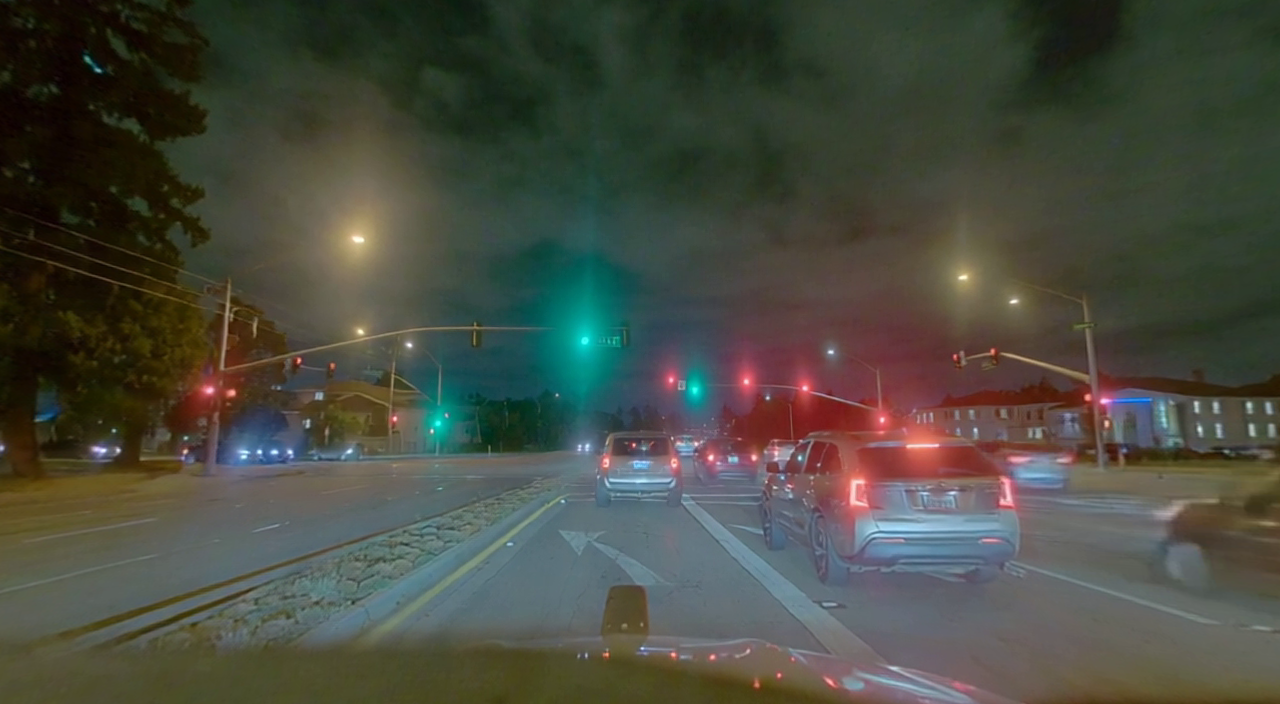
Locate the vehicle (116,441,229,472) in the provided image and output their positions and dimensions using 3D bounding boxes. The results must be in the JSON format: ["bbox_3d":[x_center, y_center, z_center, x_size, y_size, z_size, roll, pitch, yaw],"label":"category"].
[{"bbox_3d":[-26.341,5.886,35.636,4.724,1.630,1.968,0,-8,-3],"label":"vehicle"}]

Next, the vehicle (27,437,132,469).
[{"bbox_3d":[-36.843,6.631,41.536,4.771,1.778,2.032,3,-8,-3],"label":"vehicle"}]

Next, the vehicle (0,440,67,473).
[{"bbox_3d":[-35.041,5.778,34.939,4.465,1.693,1.959,2,-9,-1],"label":"vehicle"}]

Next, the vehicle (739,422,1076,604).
[{"bbox_3d":[2.560,1.661,7.479,2.009,1.480,4.423,0,-8,-1],"label":"vehicle"}]

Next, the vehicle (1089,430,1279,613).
[{"bbox_3d":[6.250,1.353,4.935,2.043,1.479,4.661,0,-8,0],"label":"vehicle"}]

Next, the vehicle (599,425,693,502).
[{"bbox_3d":[0.077,2.798,16.205,2.099,1.705,4.020,0,-8,-1],"label":"vehicle"}]
